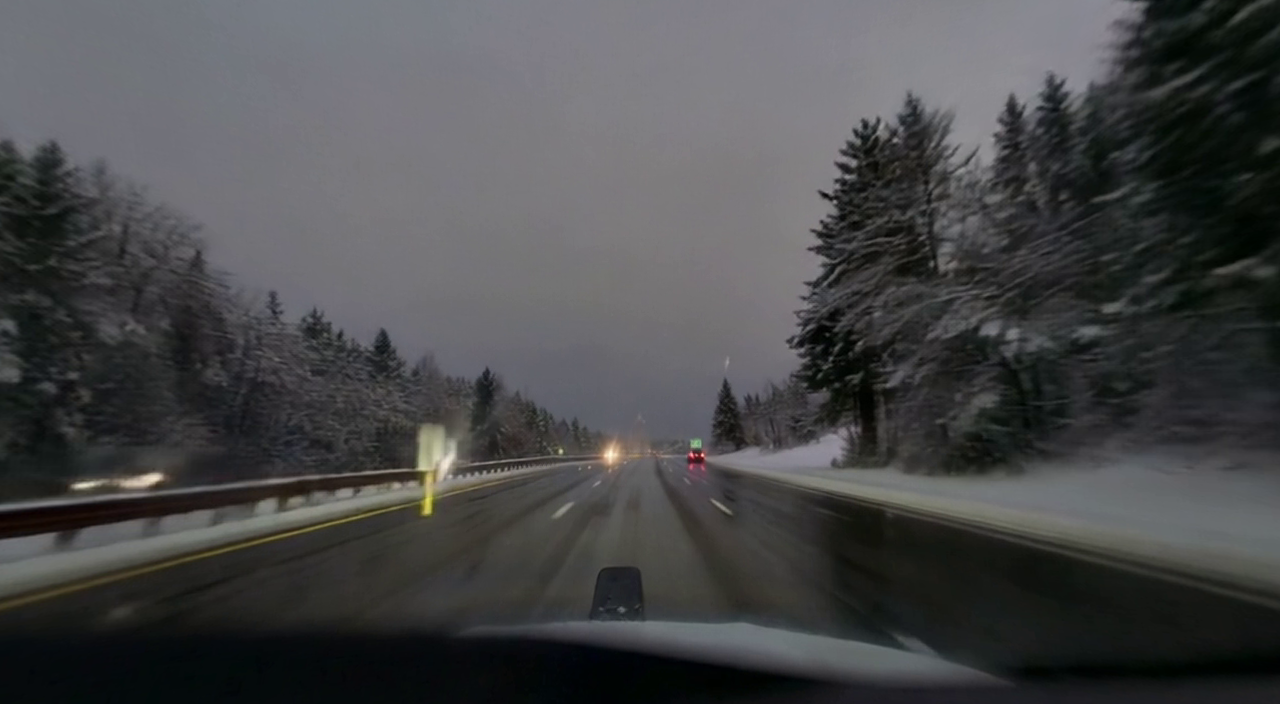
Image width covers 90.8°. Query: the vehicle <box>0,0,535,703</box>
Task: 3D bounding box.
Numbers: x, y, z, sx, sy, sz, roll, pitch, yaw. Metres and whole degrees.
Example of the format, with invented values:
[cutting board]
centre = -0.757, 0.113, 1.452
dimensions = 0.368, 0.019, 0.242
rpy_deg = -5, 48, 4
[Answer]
[vehicle]
centre = -3.802, 0.503, 6.805
dimensions = 2.939, 3.731, 14.269
rpy_deg = 0, -9, 0
